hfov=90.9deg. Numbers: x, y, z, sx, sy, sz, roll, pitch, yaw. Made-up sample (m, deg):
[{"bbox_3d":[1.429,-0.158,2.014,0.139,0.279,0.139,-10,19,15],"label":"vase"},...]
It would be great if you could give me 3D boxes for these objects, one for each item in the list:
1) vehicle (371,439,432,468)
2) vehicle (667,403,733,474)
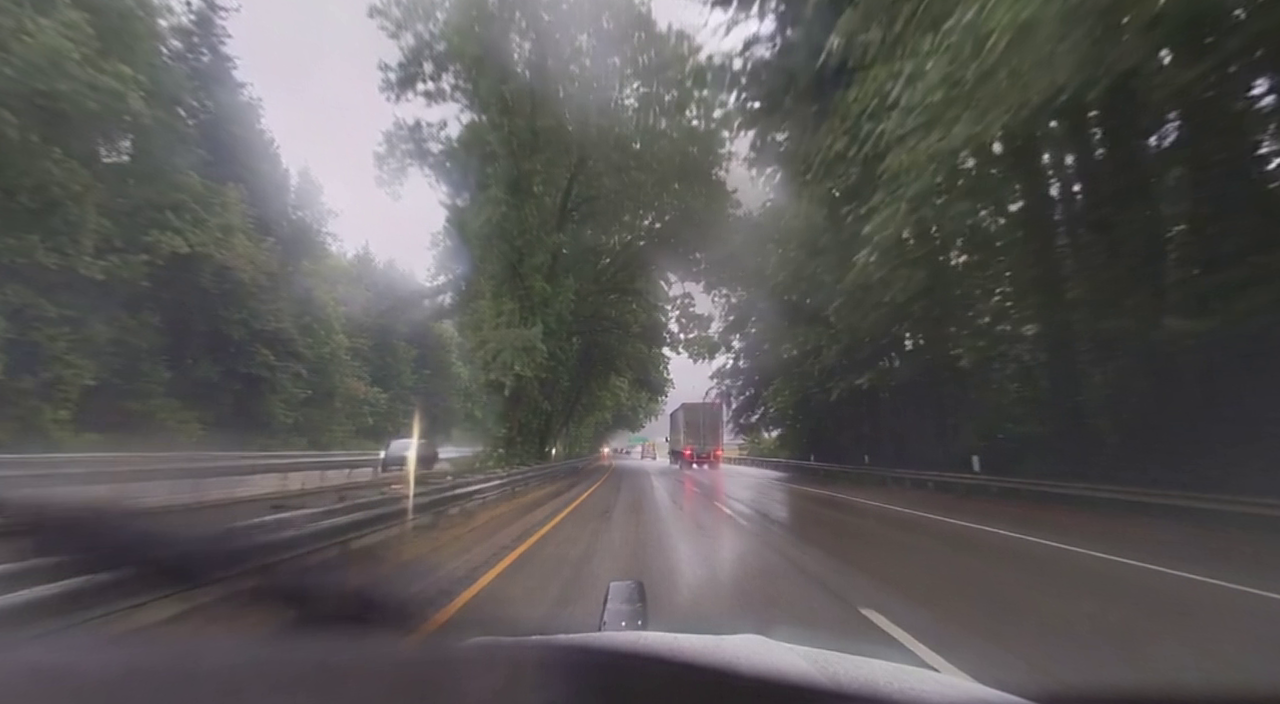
[{"bbox_3d":[-13.296,5.703,35.403,1.896,1.520,4.043,0,-9,-2],"label":"vehicle"},{"bbox_3d":[3.741,6.005,42.999,2.950,4.033,13.276,0,-9,-1],"label":"vehicle"}]
